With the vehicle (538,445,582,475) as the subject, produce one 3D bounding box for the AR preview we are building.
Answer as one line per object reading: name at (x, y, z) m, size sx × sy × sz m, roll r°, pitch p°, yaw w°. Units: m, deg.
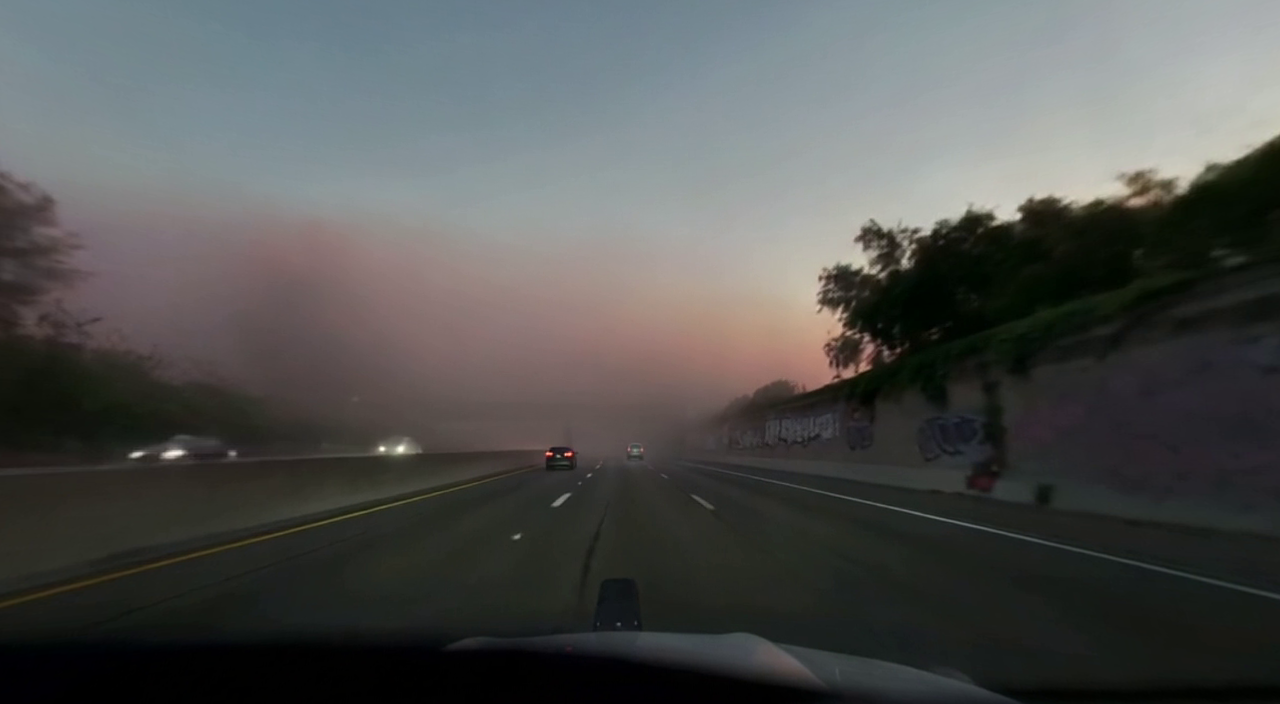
vehicle at (-4.099, 5.605, 32.778) m, size 1.871 × 1.459 × 3.771 m, roll 0°, pitch -9°, yaw -1°
